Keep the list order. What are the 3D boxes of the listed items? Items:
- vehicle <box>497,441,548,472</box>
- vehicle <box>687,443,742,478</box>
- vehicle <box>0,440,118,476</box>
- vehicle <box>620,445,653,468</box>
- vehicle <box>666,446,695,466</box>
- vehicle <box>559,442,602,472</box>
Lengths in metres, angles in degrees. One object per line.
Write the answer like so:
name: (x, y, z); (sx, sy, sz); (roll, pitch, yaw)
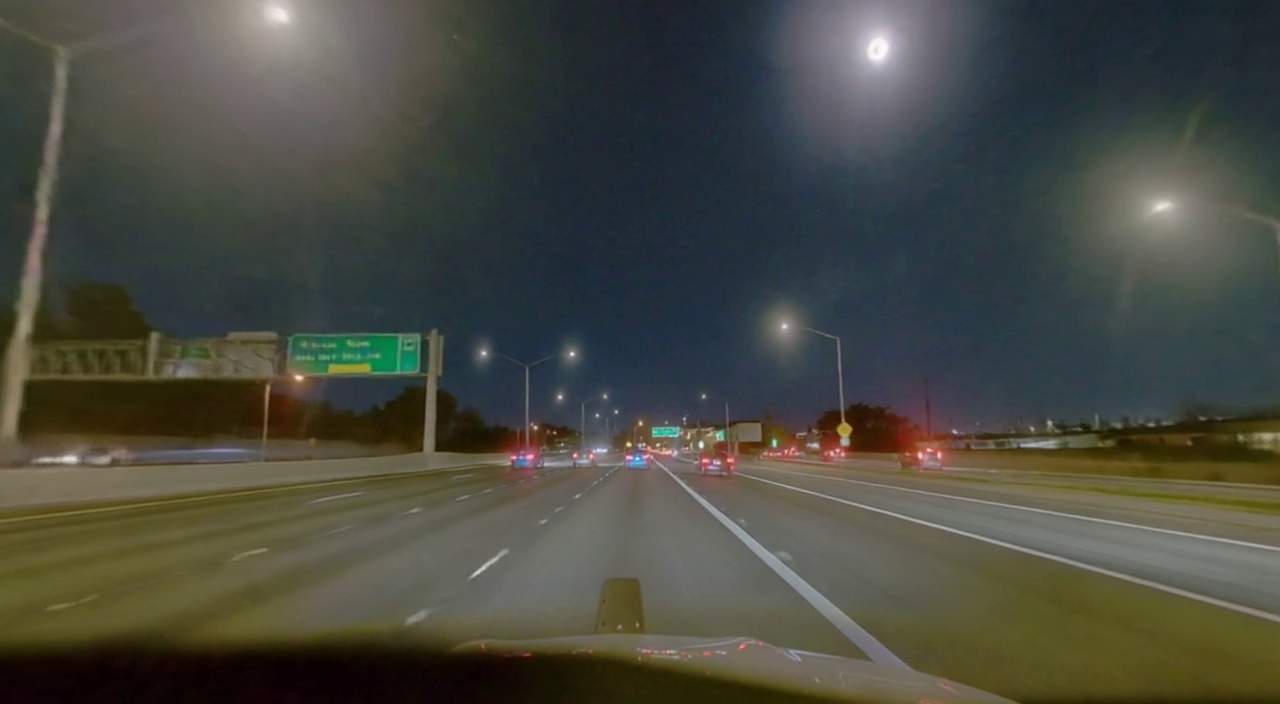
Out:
vehicle: (-6.943, 6.194, 37.661); (2.112, 1.721, 4.381); (0, -8, 1)
vehicle: (3.481, 5.178, 30.311); (2.077, 1.527, 4.553); (0, -9, 0)
vehicle: (-30.156, 5.453, 32.739); (1.906, 1.695, 4.696); (0, -9, 0)
vehicle: (-0.218, 7.189, 43.568); (2.166, 1.496, 4.158); (0, -8, 0)
vehicle: (3.167, 8.205, 49.959); (2.036, 1.517, 4.256); (0, -9, 0)
vehicle: (-3.450, 6.164, 37.226); (2.091, 1.664, 4.157); (0, -8, 0)
